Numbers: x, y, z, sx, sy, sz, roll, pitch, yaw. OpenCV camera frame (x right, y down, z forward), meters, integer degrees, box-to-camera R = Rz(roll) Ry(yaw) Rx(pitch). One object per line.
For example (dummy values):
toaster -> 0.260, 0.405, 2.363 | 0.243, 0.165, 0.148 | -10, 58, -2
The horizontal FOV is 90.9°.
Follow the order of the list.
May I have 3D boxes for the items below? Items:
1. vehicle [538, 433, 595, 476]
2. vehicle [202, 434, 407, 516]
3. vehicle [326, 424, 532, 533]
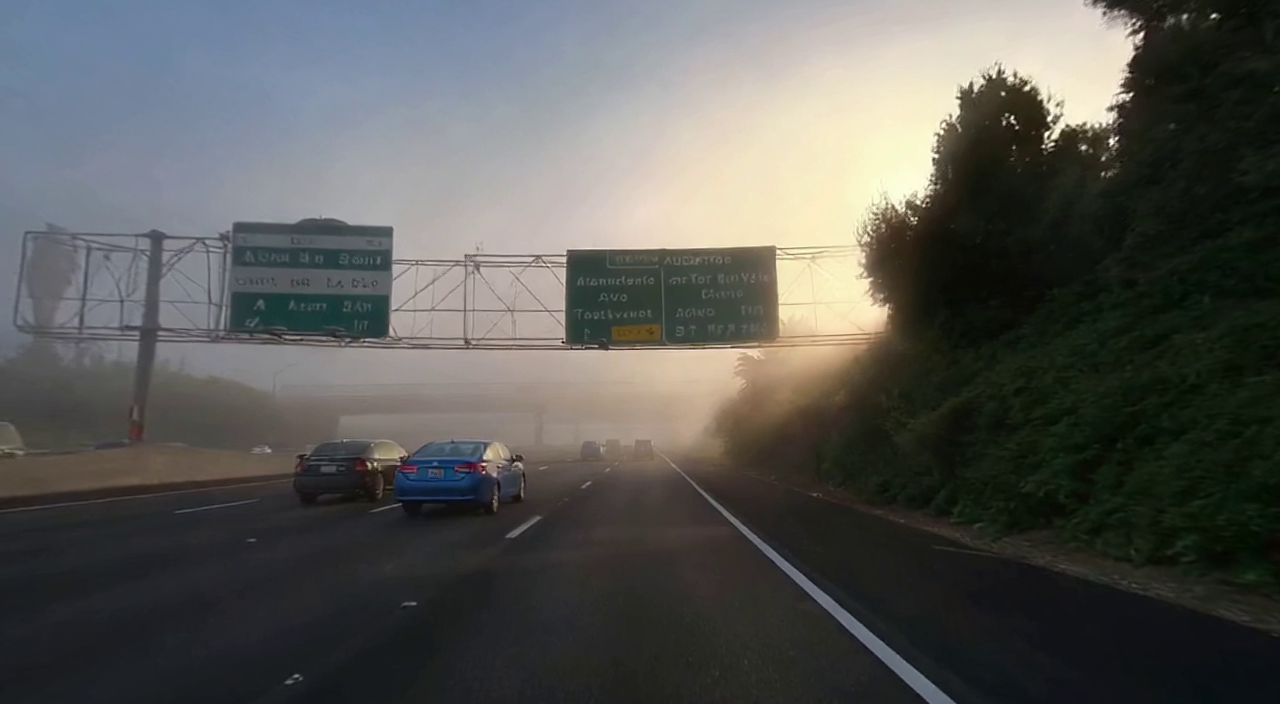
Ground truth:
vehicle -> -3.298, 4.728, 29.259 | 2.080, 1.811, 4.644 | 0, -9, 1
vehicle -> -7.240, 2.682, 14.328 | 2.029, 1.530, 4.620 | 0, -8, 1
vehicle -> -3.597, 2.265, 11.897 | 2.210, 1.628, 4.586 | 0, -9, 1
